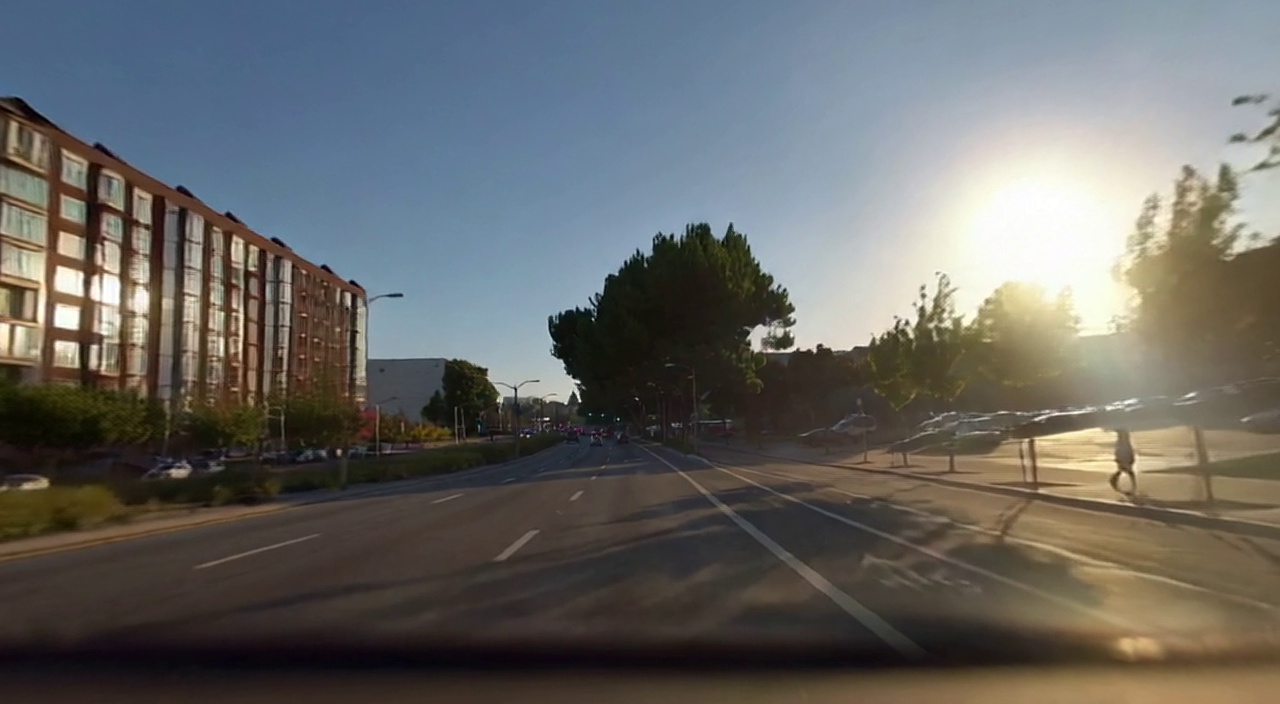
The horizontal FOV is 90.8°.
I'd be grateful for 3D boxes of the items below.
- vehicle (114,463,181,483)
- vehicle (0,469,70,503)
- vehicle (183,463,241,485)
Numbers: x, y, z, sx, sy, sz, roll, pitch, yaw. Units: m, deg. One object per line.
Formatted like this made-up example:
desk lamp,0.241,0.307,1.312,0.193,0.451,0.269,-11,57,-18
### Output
vehicle,-38.584,9.474,49.564,3.676,1.439,2.028,4,-9,-24
vehicle,-32.940,6.981,33.066,2.020,1.552,4.568,0,-8,-2
vehicle,-33.053,9.439,48.941,1.743,1.435,4.183,-3,-9,-2
